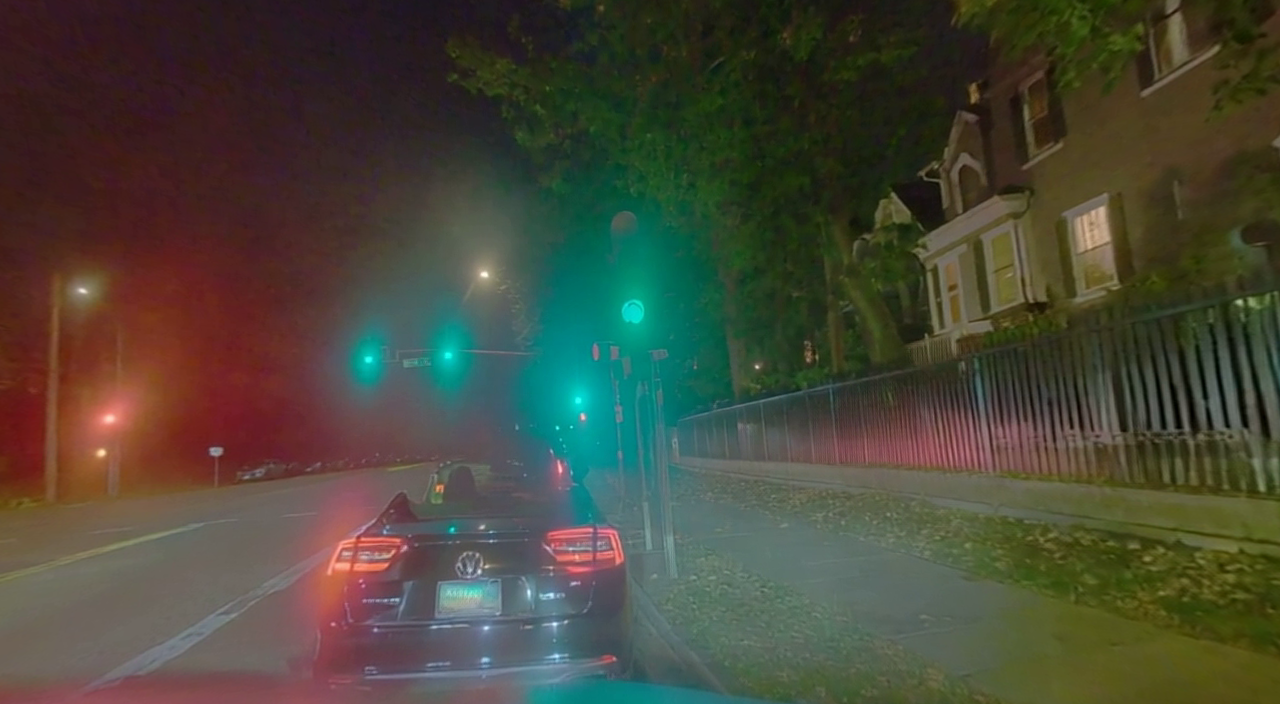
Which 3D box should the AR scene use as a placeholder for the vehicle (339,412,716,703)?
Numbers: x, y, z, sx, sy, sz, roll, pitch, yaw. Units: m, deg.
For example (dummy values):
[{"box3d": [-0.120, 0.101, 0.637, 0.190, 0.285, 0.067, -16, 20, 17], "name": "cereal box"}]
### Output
[{"box3d": [-0.906, 1.369, 5.357, 2.024, 1.502, 3.702, 1, -9, -11], "name": "vehicle"}]
